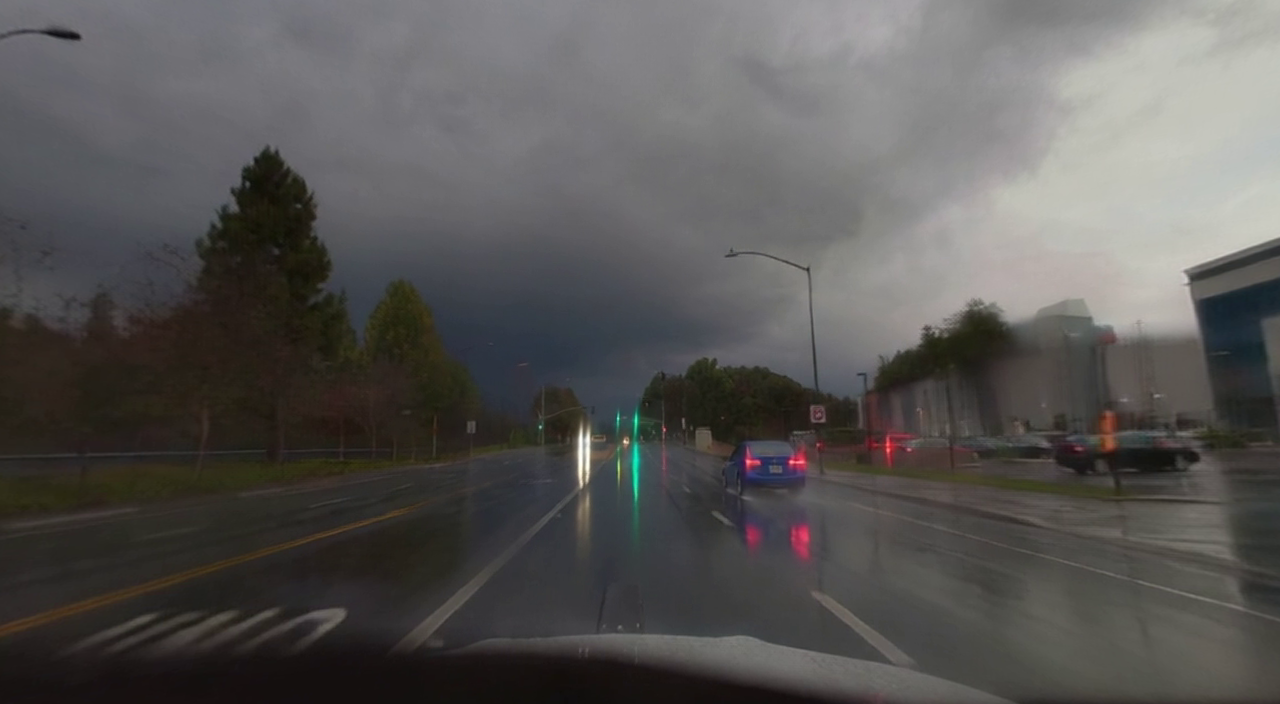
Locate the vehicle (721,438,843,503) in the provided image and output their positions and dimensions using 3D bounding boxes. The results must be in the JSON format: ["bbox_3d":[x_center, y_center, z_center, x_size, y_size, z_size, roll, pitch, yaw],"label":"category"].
[{"bbox_3d":[3.610,3.083,16.990,2.114,1.493,4.430,0,-8,-2],"label":"vehicle"}]

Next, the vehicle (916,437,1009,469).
[{"bbox_3d":[19.395,6.120,38.132,4.418,1.418,1.873,-5,-14,-2],"label":"vehicle"}]

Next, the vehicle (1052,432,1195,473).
[{"bbox_3d":[17.682,3.687,23.234,3.622,1.432,2.029,1,-8,-3],"label":"vehicle"}]
